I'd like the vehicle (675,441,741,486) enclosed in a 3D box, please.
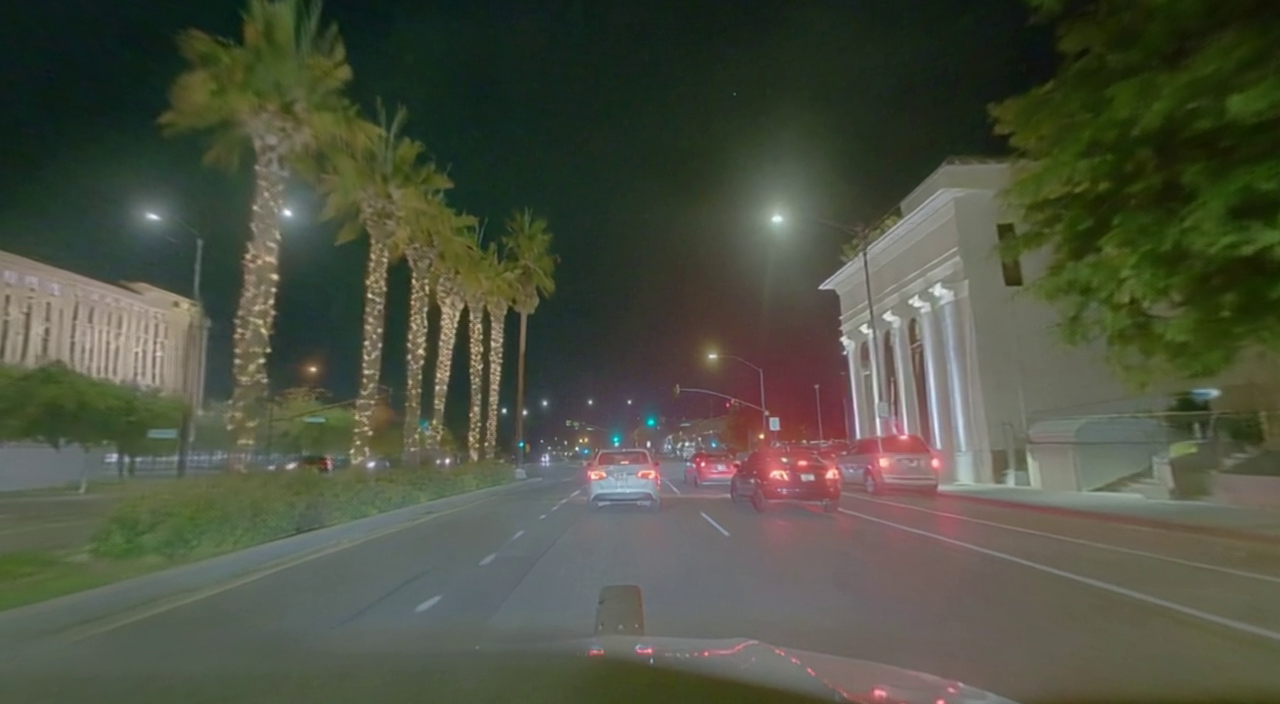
[{"bbox_3d":[3.094,5.295,30.704,2.127,1.854,7.971,0,-8,-1],"label":"vehicle"}]

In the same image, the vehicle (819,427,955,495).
[{"bbox_3d":[7.916,3.525,20.966,2.200,1.933,5.123,0,-8,-3],"label":"vehicle"}]

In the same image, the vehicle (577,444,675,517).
[{"bbox_3d":[-0.322,2.995,15.238,2.050,1.521,3.747,0,-8,-1],"label":"vehicle"}]

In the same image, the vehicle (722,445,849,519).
[{"bbox_3d":[3.201,2.926,14.829,1.833,1.465,4.258,0,-8,-2],"label":"vehicle"}]

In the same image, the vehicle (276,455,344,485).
[{"bbox_3d":[-21.566,7.696,41.484,1.955,1.770,4.700,0,-8,-1],"label":"vehicle"}]
